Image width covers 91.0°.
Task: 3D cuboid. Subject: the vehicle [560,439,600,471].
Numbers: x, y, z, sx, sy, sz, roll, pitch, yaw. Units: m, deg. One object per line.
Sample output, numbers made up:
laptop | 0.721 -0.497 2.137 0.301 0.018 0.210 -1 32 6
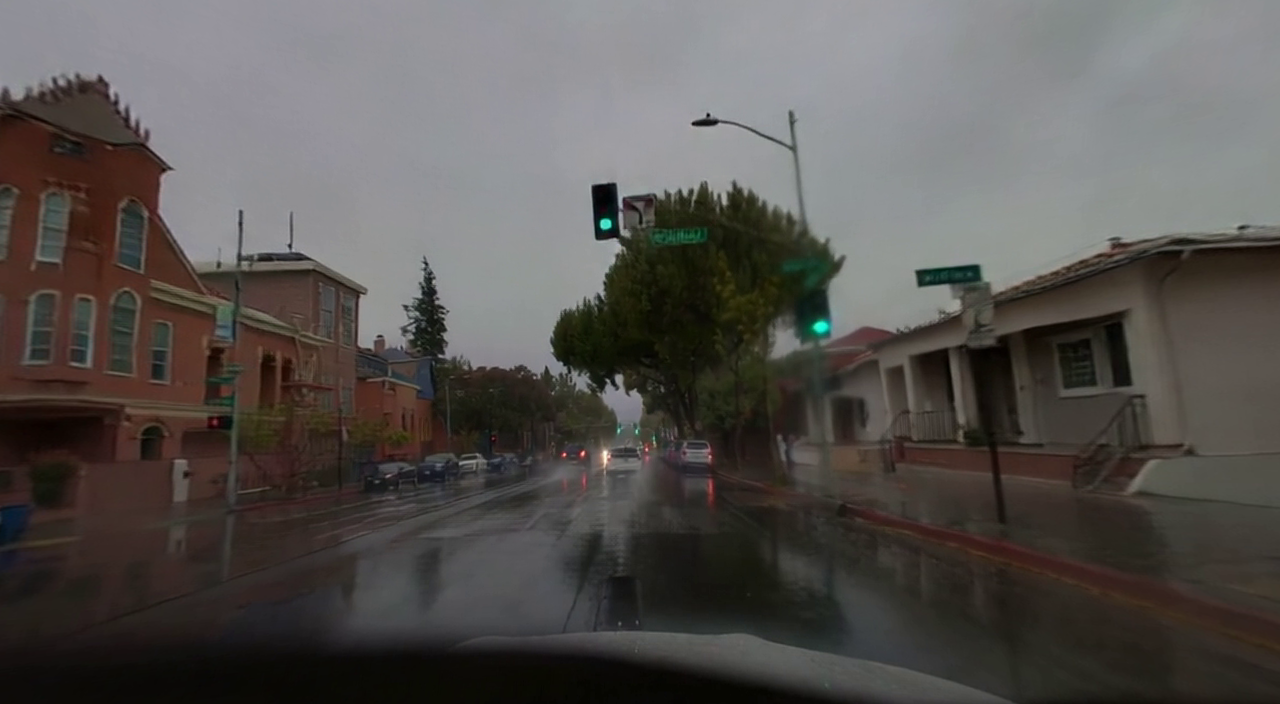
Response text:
vehicle | -3.610 6.265 38.362 1.983 1.841 4.013 0 -8 1

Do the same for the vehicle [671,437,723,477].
vehicle | 2.602 4.919 29.775 1.969 1.725 4.387 0 -8 -1

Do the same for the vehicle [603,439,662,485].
vehicle | -0.297 4.035 23.393 1.998 1.518 4.015 0 -8 -1

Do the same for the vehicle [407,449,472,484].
vehicle | -12.258 6.995 38.910 2.109 1.941 6.025 0 -8 -1

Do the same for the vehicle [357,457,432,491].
vehicle | -12.138 6.042 31.401 1.913 1.475 4.372 0 -8 1
